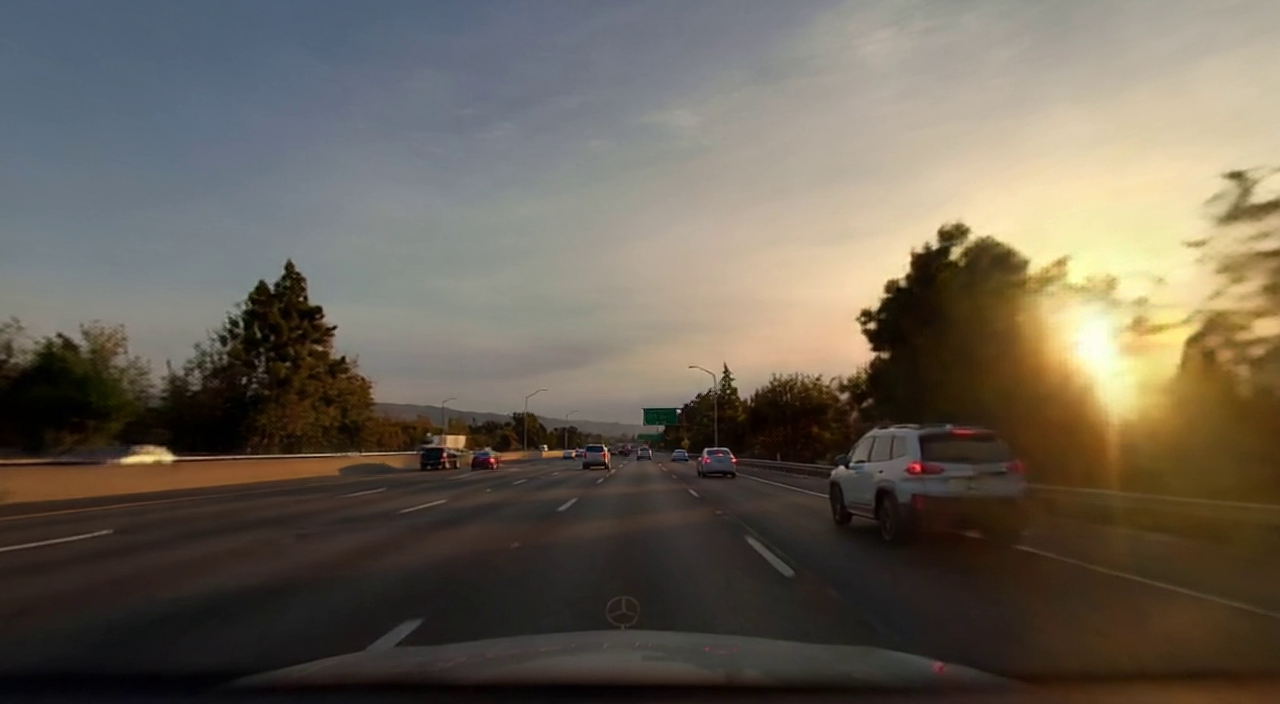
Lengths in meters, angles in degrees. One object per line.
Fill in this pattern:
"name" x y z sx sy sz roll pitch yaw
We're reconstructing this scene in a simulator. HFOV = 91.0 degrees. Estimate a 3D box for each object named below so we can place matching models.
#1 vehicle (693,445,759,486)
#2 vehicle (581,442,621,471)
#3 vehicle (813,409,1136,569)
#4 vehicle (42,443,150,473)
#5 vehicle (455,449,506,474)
"vehicle" 3.461 4.660 26.190 2.126 1.529 4.438 0 -9 0
"vehicle" -2.660 7.360 44.535 2.449 1.929 5.503 0 -9 0
"vehicle" 4.423 1.901 9.530 2.218 1.776 4.807 0 -9 0
"vehicle" -35.251 6.860 41.047 2.065 1.752 5.611 0 -9 0
"vehicle" -10.258 7.077 40.839 1.974 1.472 4.684 0 -9 1
